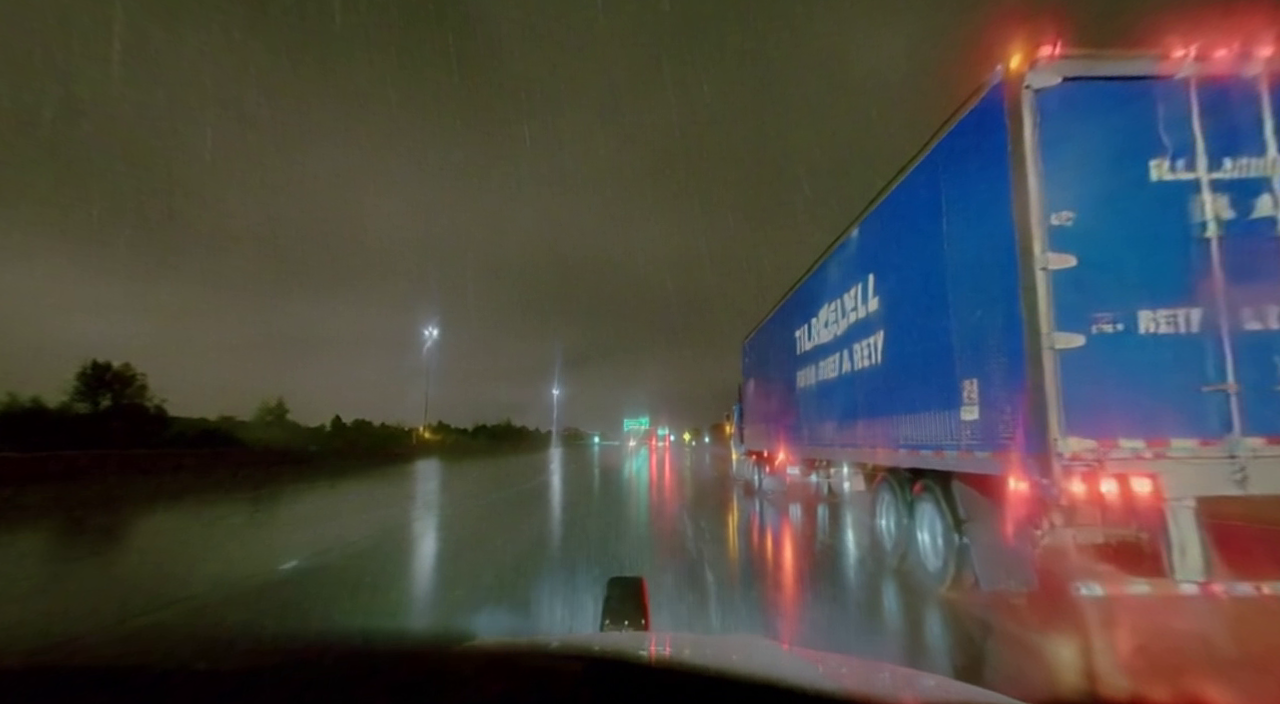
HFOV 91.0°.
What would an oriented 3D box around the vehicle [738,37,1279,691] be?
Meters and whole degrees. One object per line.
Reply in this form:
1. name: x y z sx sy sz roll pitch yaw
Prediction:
1. vehicle: 4.216 0.939 10.901 3.006 4.093 14.142 0 -8 1
